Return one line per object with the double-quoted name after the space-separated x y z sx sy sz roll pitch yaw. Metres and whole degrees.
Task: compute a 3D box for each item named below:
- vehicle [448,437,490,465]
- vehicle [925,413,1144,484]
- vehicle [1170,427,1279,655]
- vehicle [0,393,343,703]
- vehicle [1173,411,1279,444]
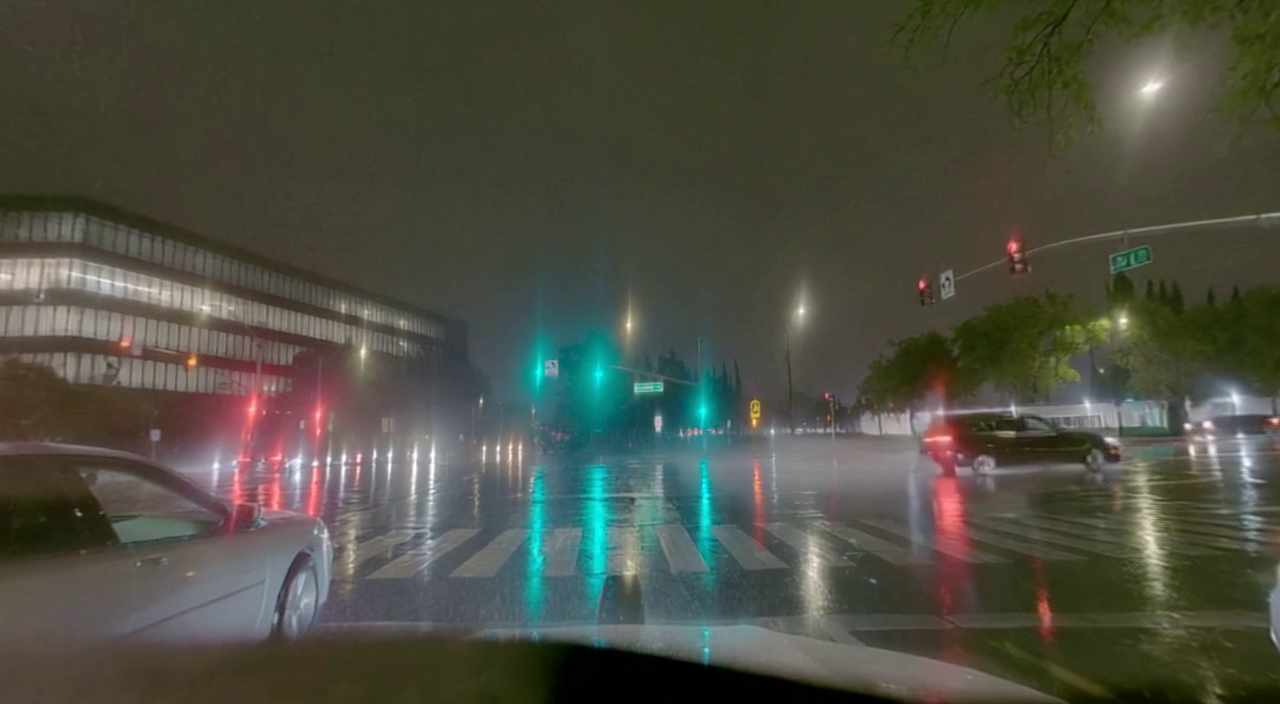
-12.806 7.421 47.515 2.051 1.715 4.346 -3 -6 -2 "vehicle"
11.082 2.769 18.160 4.778 1.871 2.109 -2 -8 9 "vehicle"
4.935 0.988 2.550 1.949 1.449 4.530 -1 -8 5 "vehicle"
-3.064 0.895 2.149 1.919 1.478 4.720 0 -8 -1 "vehicle"
33.178 4.261 35.438 4.611 1.797 2.096 0 -8 -2 "vehicle"
